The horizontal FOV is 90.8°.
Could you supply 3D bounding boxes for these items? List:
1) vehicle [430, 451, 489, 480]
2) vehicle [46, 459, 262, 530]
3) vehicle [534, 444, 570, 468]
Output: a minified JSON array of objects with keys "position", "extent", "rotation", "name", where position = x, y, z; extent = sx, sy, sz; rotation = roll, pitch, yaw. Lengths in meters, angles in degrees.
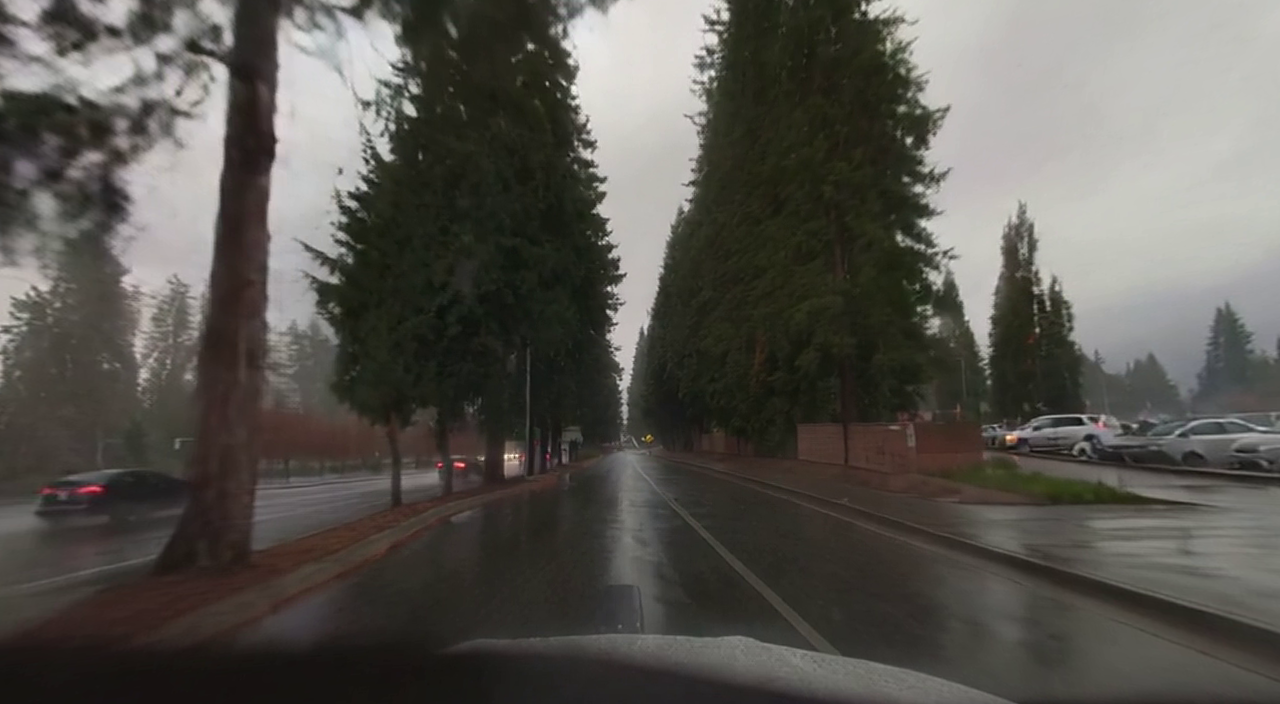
[{"position":[-10.505,6.629,37.179],"extent":[1.886,1.535,4.742],"rotation":[-1,-8,3],"name":"vehicle"},{"position":[-12.413,3.625,16.631],"extent":[1.781,1.476,4.513],"rotation":[-1,-8,6],"name":"vehicle"},{"position":[-6.646,7.927,48.303],"extent":[2.049,1.699,4.860],"rotation":[0,-8,1],"name":"vehicle"}]
